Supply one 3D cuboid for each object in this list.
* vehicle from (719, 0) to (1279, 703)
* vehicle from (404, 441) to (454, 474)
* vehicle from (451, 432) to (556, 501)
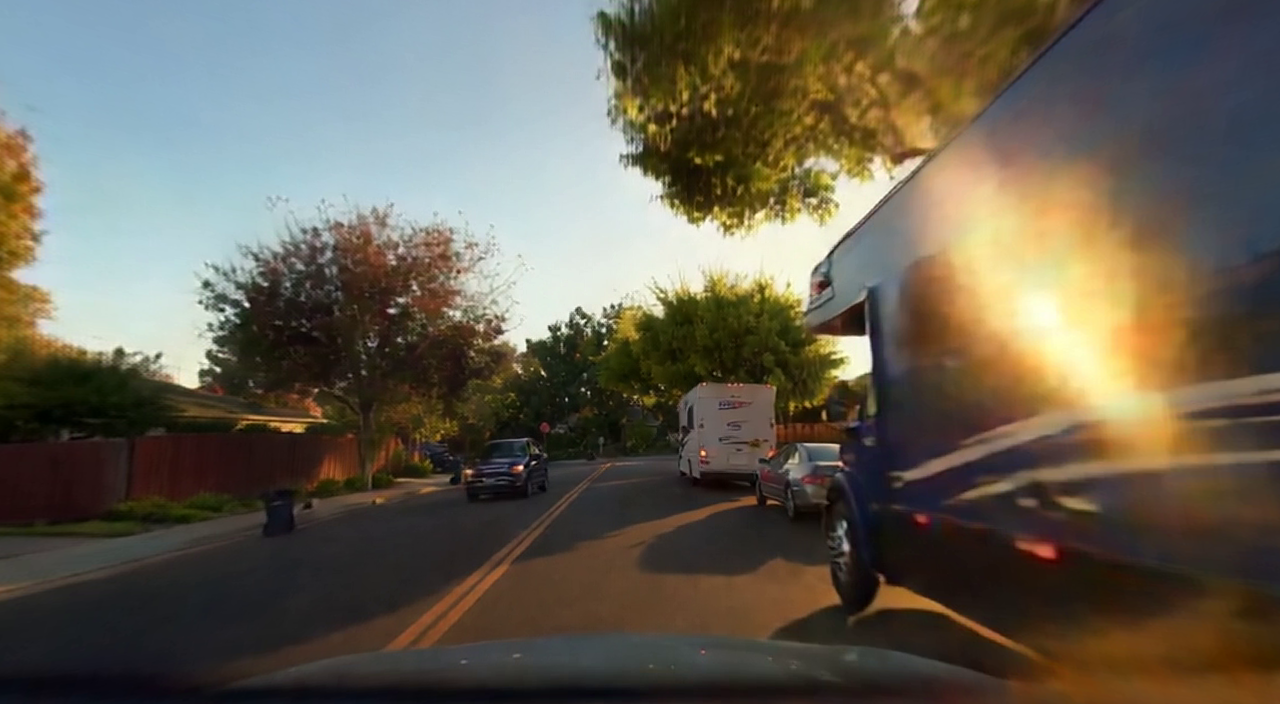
[{"bbox_3d":[2.955,0.304,4.246,3.052,3.440,11.052,0,-8,-2],"label":"vehicle"},{"bbox_3d":[-13.128,6.580,39.508,2.111,1.856,4.803,0,-9,-8],"label":"vehicle"},{"bbox_3d":[-3.821,3.294,18.526,2.194,1.763,4.288,0,-8,-1],"label":"vehicle"}]
